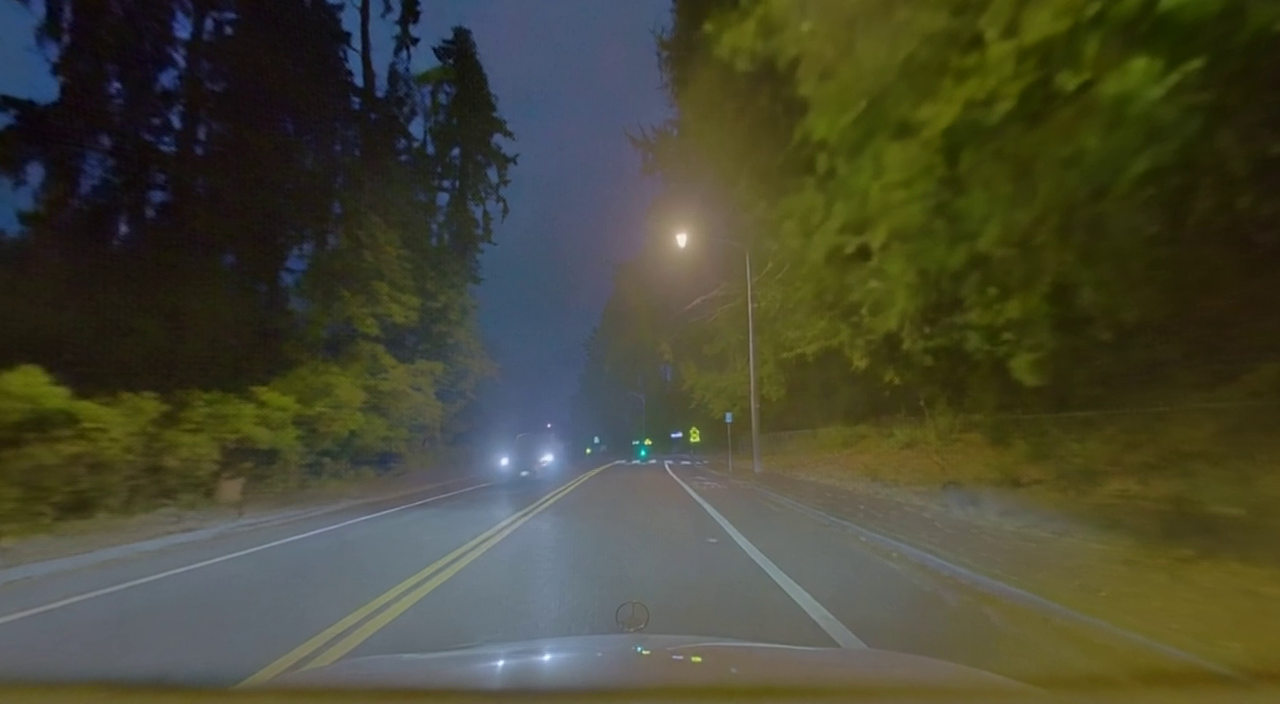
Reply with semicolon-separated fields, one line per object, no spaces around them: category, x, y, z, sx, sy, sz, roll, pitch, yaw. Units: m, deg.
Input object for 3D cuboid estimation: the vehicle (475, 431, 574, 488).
vehicle;-3.771;3.634;21.675;2.390;1.721;4.863;0;-8;1
